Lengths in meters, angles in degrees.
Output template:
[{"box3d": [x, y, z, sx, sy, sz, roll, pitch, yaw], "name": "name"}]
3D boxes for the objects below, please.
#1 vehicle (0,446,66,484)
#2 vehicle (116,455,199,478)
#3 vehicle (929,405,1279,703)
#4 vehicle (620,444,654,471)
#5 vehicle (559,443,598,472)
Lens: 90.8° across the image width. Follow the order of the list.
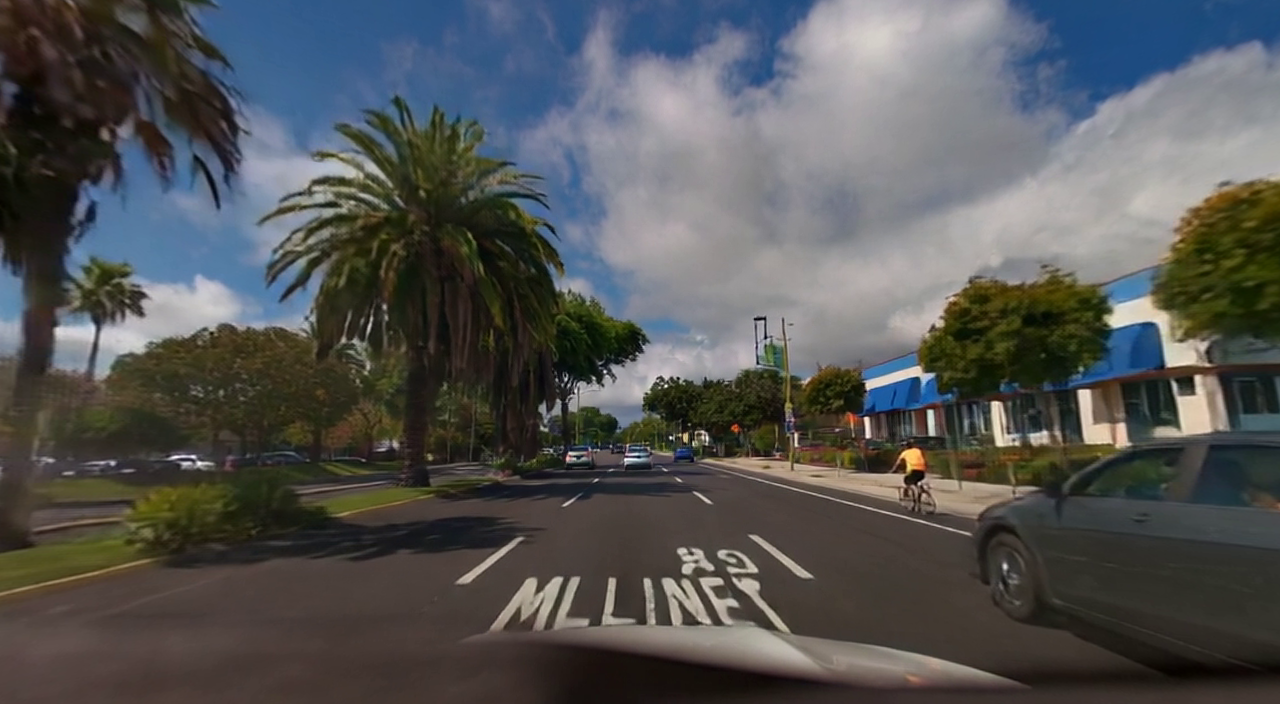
[{"box3d": [-34.992, 6.197, 34.800, 4.377, 1.951, 2.245, 0, -9, -1], "name": "vehicle"}, {"box3d": [-34.654, 8.224, 45.464, 4.277, 1.537, 1.942, 0, -9, -3], "name": "vehicle"}, {"box3d": [3.638, 1.072, 3.246, 2.090, 1.503, 4.566, 0, -9, -1], "name": "vehicle"}, {"box3d": [-0.205, 6.872, 41.265, 2.102, 1.653, 3.698, 0, -9, -1], "name": "vehicle"}, {"box3d": [-4.000, 6.940, 41.704, 2.071, 1.744, 4.500, 0, -9, 0], "name": "vehicle"}]
